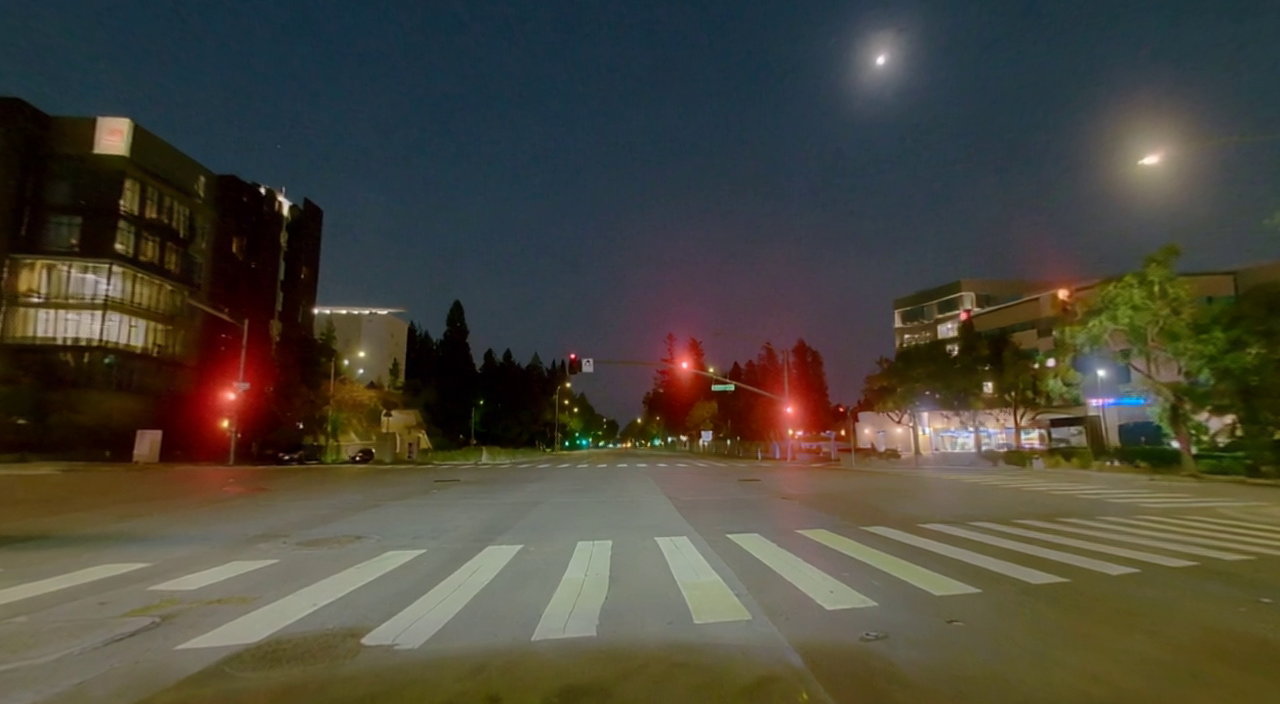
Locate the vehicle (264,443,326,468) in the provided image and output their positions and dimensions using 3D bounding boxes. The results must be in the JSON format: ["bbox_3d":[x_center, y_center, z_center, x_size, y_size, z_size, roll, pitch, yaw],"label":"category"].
[{"bbox_3d":[-21.835,6.555,40.158,2.005,1.496,4.020,1,-9,-6],"label":"vehicle"}]

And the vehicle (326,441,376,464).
[{"bbox_3d":[-22.471,7.818,49.308,2.023,1.706,4.756,1,-9,-6],"label":"vehicle"}]
